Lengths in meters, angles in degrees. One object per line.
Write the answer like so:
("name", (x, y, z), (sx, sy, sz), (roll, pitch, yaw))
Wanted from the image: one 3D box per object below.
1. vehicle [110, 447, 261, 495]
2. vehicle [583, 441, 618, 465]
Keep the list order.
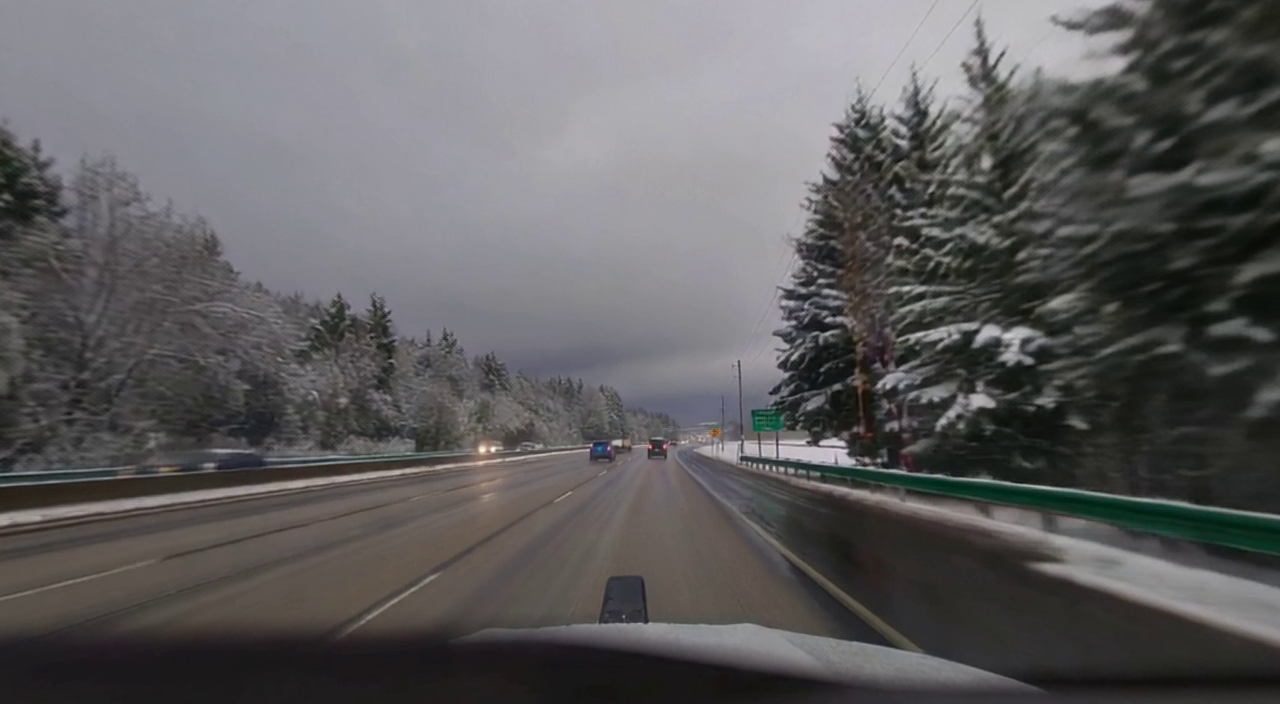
("vehicle", (-16.041, 4.185, 22.585), (2.069, 1.485, 4.453), (0, -8, 1))
("vehicle", (-2.717, 7.010, 43.903), (2.021, 1.515, 4.453), (0, -8, 2))
